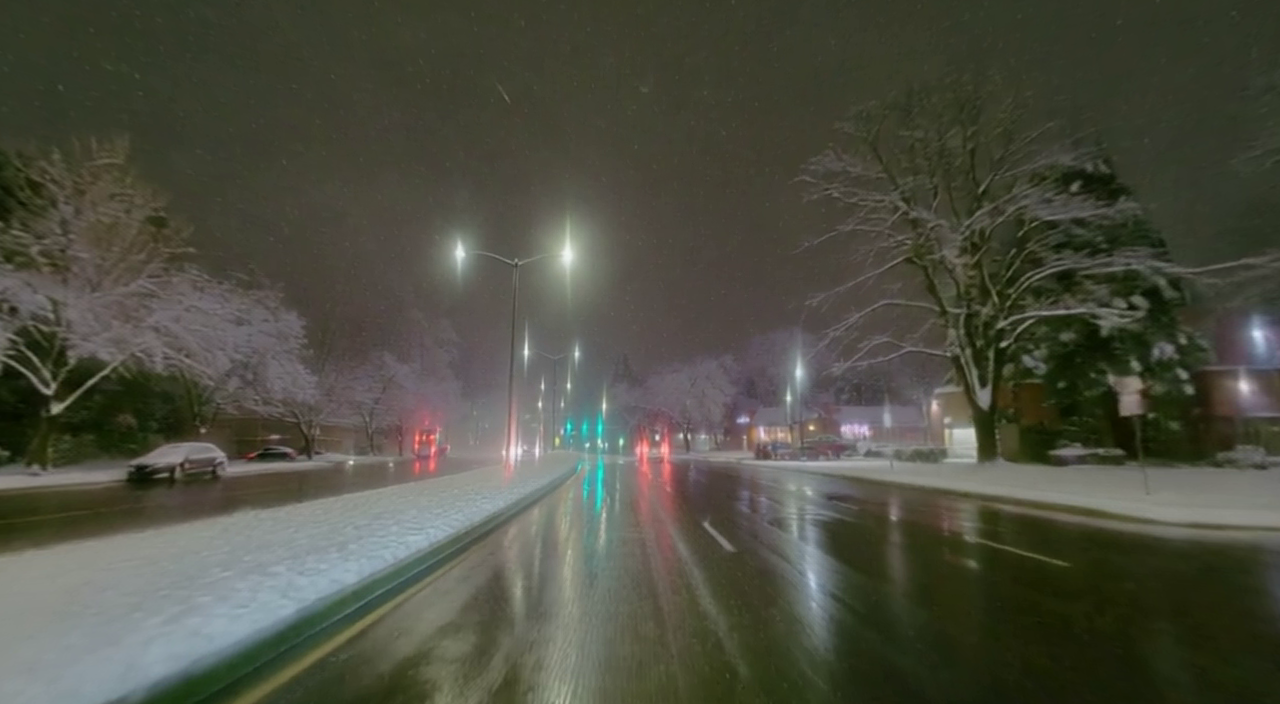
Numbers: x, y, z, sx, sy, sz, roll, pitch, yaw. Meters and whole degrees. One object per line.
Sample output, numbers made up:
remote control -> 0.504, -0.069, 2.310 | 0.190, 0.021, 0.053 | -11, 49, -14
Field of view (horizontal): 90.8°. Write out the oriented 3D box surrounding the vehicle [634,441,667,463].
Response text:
vehicle -> 0.706, 7.195, 45.486 | 1.913, 1.473, 4.360 | 1, -9, -5

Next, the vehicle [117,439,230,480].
vehicle -> -20.428, 4.721, 27.942 | 1.874, 1.651, 4.259 | 0, -9, -3
